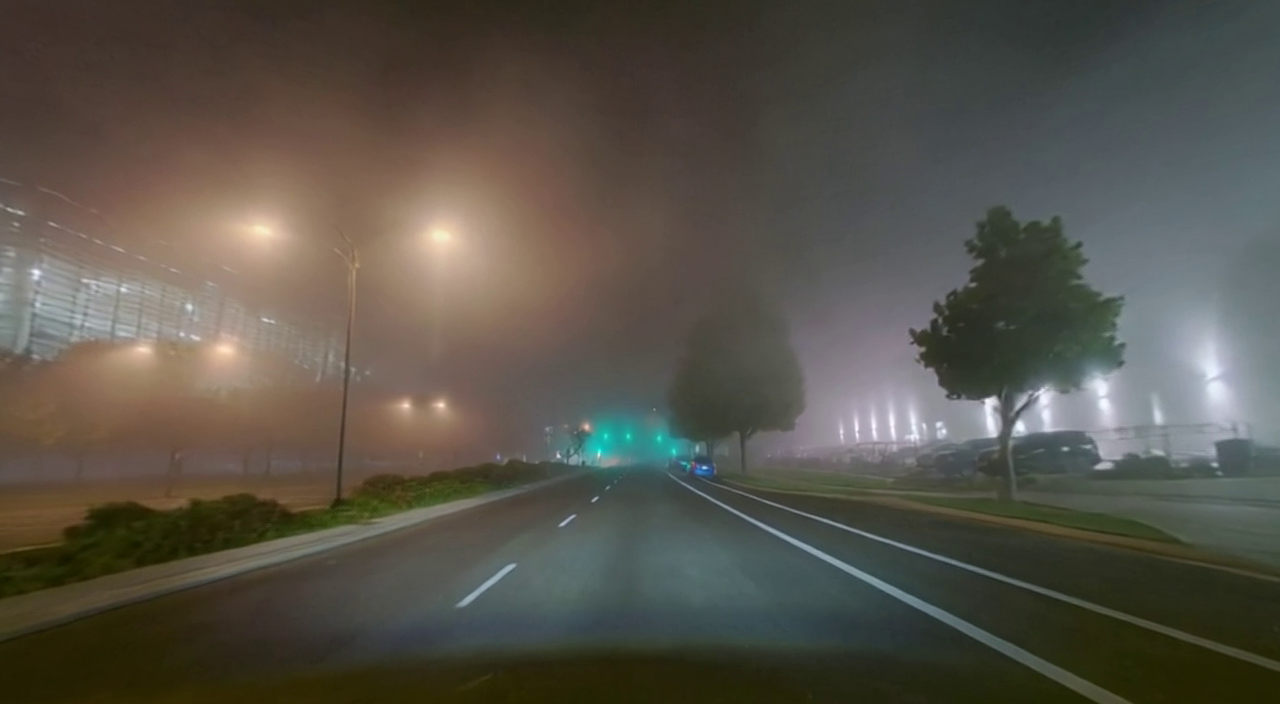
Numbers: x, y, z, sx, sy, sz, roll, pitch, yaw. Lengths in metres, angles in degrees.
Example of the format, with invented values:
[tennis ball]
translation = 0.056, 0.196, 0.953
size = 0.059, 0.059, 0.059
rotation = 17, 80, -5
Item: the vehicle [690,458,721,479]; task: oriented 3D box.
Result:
[vehicle]
translation = 5.012, 9.001, 48.907
size = 1.909, 1.503, 4.368
rotation = 0, -8, 0
